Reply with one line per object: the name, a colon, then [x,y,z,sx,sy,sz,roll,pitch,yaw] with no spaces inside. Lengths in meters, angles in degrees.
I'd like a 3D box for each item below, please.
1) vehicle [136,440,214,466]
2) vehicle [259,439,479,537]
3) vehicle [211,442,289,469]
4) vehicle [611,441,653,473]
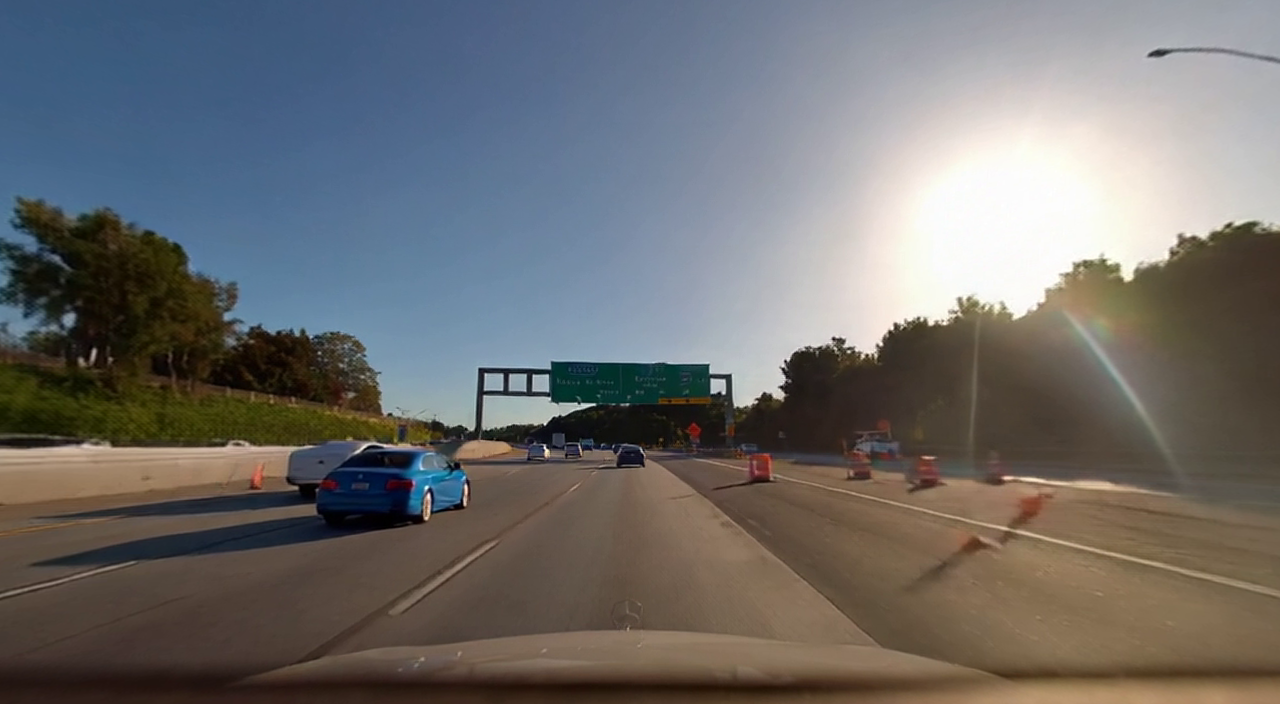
vehicle: [-29.418,6.393,39.909,1.852,1.550,4.169,0,-8,-2]
vehicle: [-4.508,2.301,11.361,2.001,1.415,4.360,0,-8,1]
vehicle: [-22.432,5.950,36.287,1.818,1.447,4.303,0,-8,-1]
vehicle: [-0.461,5.259,31.664,1.963,1.462,4.681,0,-8,-2]
